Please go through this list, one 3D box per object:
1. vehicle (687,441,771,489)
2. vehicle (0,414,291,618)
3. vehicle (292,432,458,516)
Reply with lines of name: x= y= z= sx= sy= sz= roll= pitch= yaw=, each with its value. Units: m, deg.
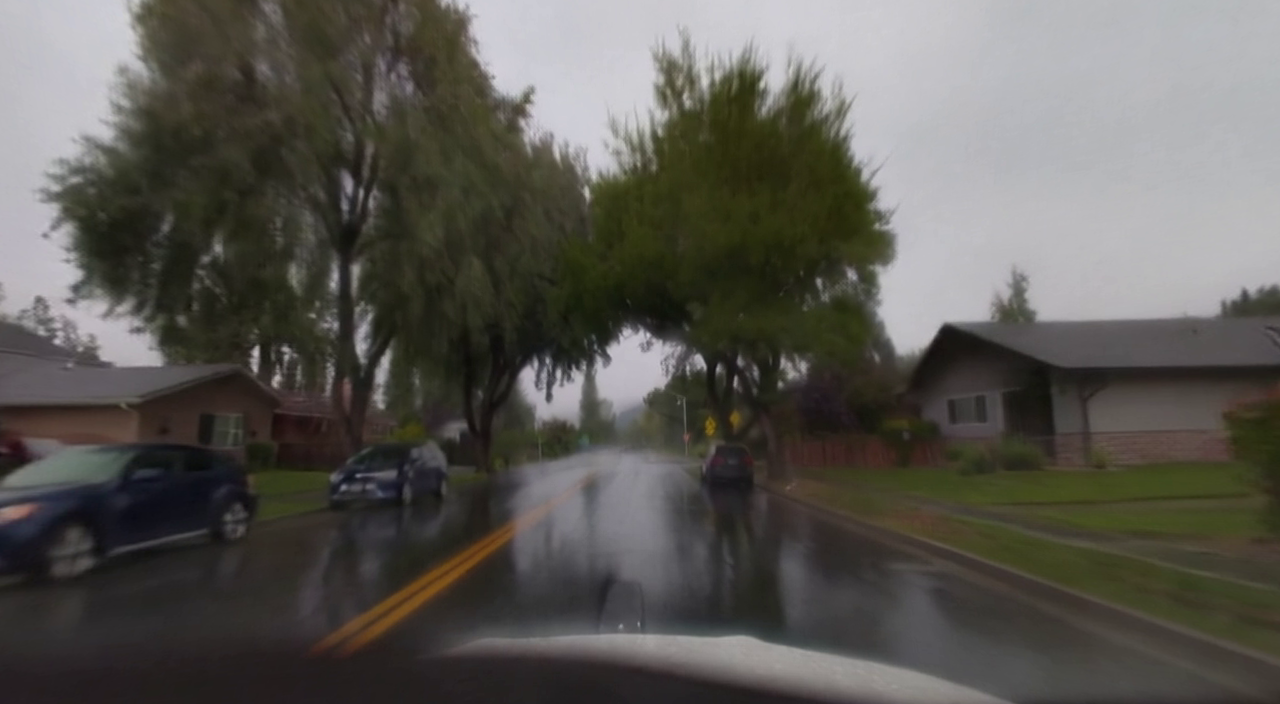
vehicle: x=2.971 y=3.896 z=22.116 sx=2.167 sy=1.479 sz=4.597 roll=0 pitch=-9 yaw=-1
vehicle: x=-6.796 y=1.801 z=7.967 sx=2.208 sy=1.797 sz=4.559 roll=0 pitch=-9 yaw=-1
vehicle: x=-6.935 y=3.227 z=17.447 sx=2.225 sy=1.817 sz=5.731 roll=-2 pitch=-8 yaw=-1
